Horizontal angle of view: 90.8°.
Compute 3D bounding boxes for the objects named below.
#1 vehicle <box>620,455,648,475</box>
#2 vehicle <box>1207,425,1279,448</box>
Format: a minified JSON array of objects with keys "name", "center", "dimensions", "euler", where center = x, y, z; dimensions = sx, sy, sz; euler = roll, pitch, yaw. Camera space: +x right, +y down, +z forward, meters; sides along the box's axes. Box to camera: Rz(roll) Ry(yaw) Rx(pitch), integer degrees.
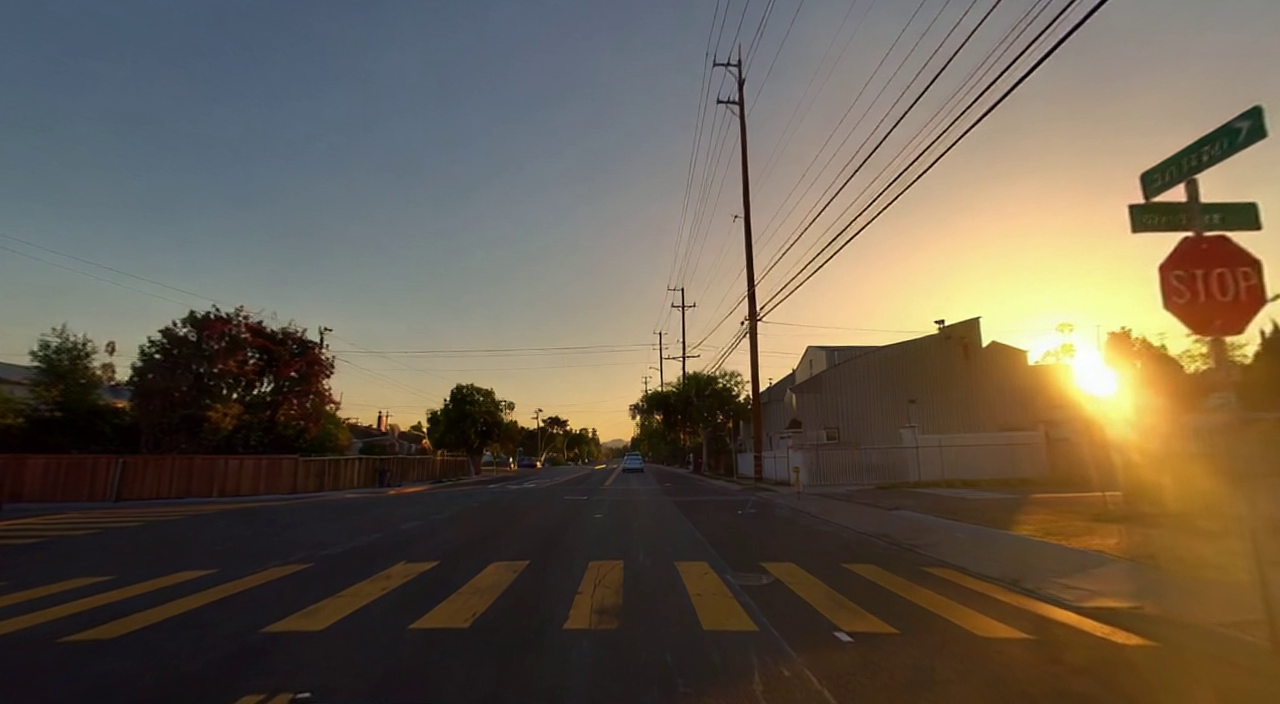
[{"name":"vehicle","center":[-0.474,8.803,49.340],"dimensions":[2.064,1.477,3.968],"euler":[0,-9,0]},{"name":"vehicle","center":[44.588,6.116,45.670],"dimensions":[2.251,1.596,5.193],"euler":[0,-8,0]}]
